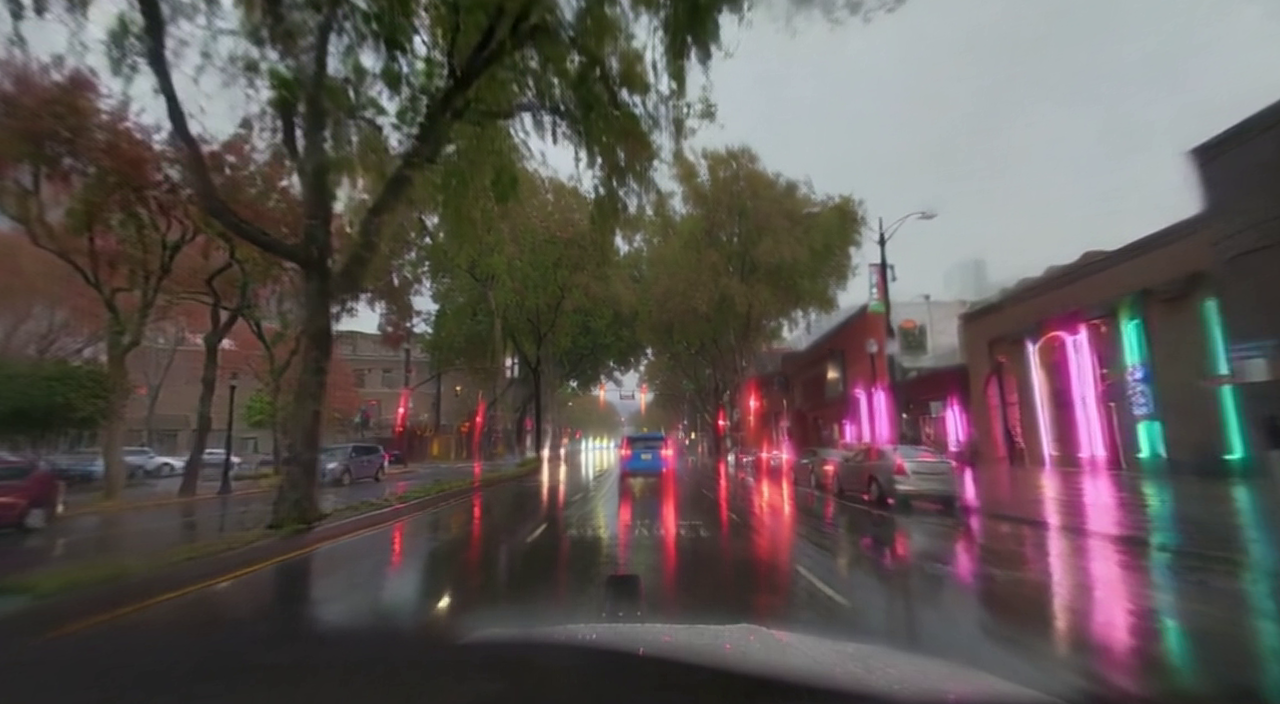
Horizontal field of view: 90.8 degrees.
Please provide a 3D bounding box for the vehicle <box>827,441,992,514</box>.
[{"bbox_3d":[6.334,2.974,15.579,2.048,1.484,4.709,0,-8,1],"label":"vehicle"}]

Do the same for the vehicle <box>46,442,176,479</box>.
[{"bbox_3d":[-28.031,5.754,33.600,4.767,1.843,2.339,0,-9,1],"label":"vehicle"}]

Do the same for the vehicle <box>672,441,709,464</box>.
[{"bbox_3d":[3.454,6.931,43.744,2.209,1.478,4.138,0,-8,0],"label":"vehicle"}]

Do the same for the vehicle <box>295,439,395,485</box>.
[{"bbox_3d":[-13.728,5.124,29.852,2.197,1.985,5.183,0,-8,0],"label":"vehicle"}]

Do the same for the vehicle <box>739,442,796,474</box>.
[{"bbox_3d":[6.460,5.397,32.459,1.986,1.515,4.265,0,-8,-1],"label":"vehicle"}]

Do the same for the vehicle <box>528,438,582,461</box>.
[{"bbox_3d":[-6.758,7.703,49.914,2.125,1.757,4.427,7,-11,-39],"label":"vehicle"}]

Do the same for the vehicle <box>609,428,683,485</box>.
[{"bbox_3d":[0.161,3.703,22.610,2.382,1.796,4.610,0,-8,-1],"label":"vehicle"}]
